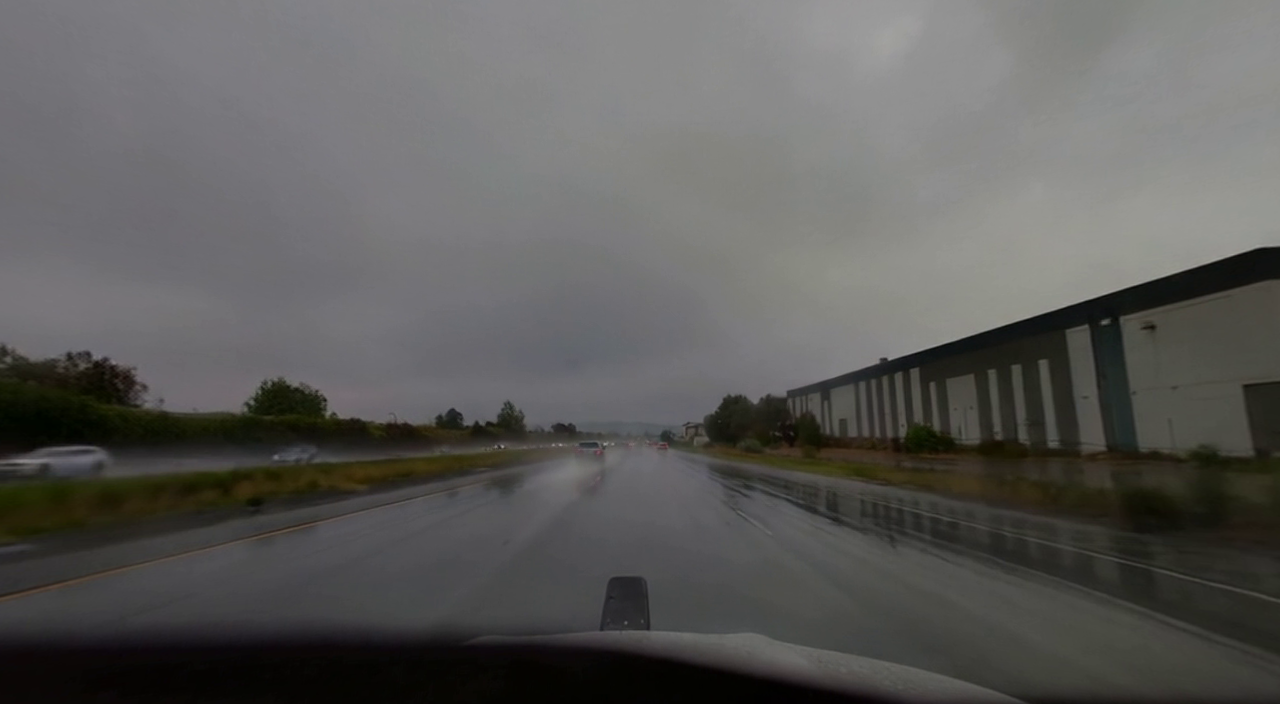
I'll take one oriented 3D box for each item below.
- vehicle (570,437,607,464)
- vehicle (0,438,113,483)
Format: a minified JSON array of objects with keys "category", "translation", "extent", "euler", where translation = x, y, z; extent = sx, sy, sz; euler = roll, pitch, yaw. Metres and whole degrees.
[{"category":"vehicle","translation":[-3.642,7.123,45.562],"extent":[2.218,1.850,4.774],"euler":[0,-9,1]},{"category":"vehicle","translation":[-28.213,5.070,29.784],"extent":[2.108,1.920,5.081],"euler":[0,-9,0]}]
